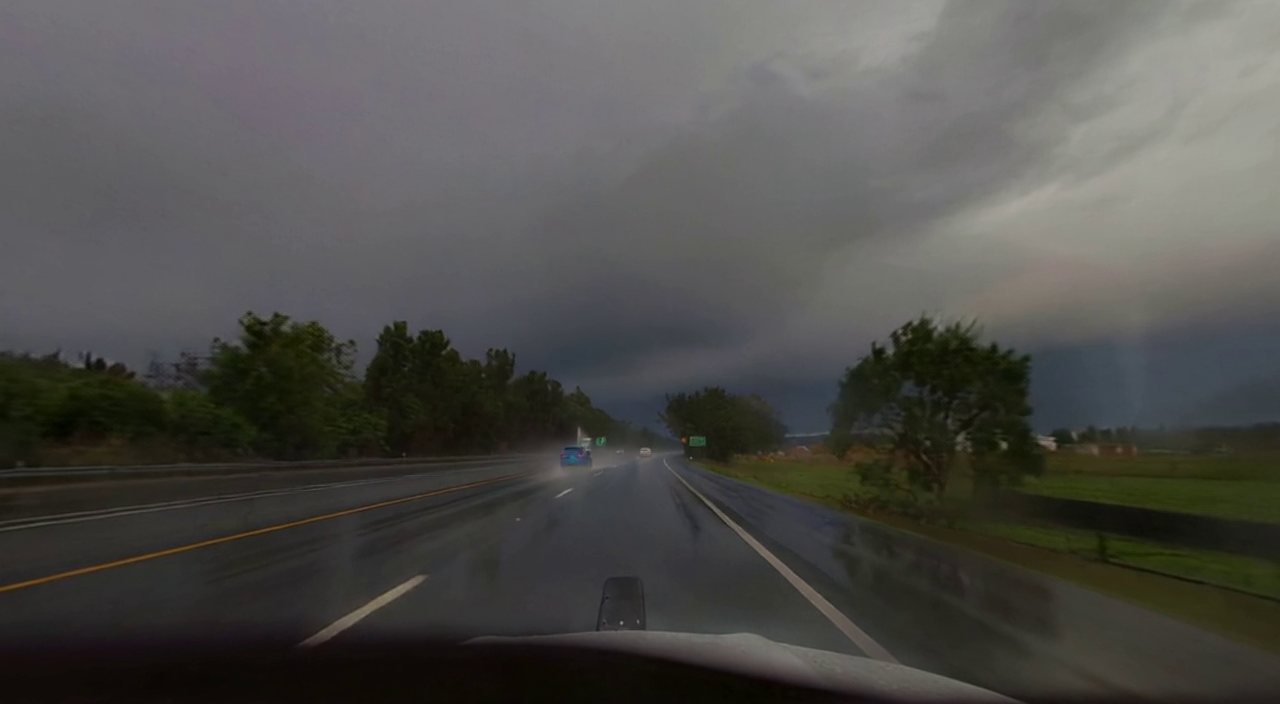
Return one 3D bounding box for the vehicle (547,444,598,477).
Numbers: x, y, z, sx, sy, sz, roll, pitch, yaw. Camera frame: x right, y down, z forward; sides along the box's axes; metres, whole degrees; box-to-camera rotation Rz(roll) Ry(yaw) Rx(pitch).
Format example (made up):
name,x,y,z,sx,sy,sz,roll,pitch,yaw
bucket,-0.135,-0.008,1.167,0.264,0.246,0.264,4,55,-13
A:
name,x,y,z,sx,sy,sz,roll,pitch,yaw
vehicle,-3.441,5.619,33.033,2.088,1.586,4.000,0,-8,2
